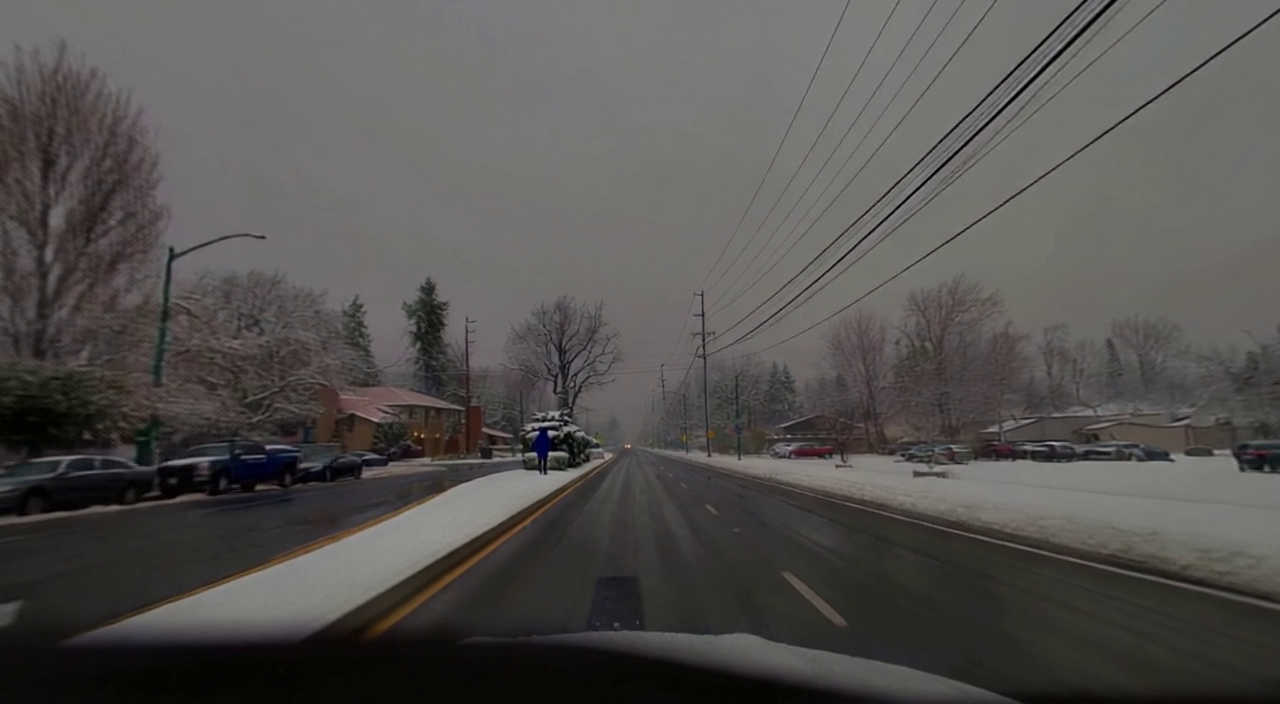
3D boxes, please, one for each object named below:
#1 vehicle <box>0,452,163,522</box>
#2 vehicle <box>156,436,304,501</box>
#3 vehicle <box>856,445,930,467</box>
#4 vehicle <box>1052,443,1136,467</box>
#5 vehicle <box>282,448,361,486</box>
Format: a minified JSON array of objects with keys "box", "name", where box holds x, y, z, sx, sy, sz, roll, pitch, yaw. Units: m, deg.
[{"box":[-15.205,3.377,16.382,2.058,1.479,4.519,0,-8,1],"name":"vehicle"},{"box":[-15.106,4.274,23.729,2.298,1.979,4.920,-5,-9,0],"name":"vehicle"},{"box":[17.516,7.184,43.827,4.246,1.427,2.055,0,-8,0],"name":"vehicle"},{"box":[33.168,7.541,46.353,1.974,1.647,4.721,2,-9,-15],"name":"vehicle"},{"box":[-15.431,5.553,30.876,2.106,1.517,4.632,-3,-8,-9],"name":"vehicle"}]
